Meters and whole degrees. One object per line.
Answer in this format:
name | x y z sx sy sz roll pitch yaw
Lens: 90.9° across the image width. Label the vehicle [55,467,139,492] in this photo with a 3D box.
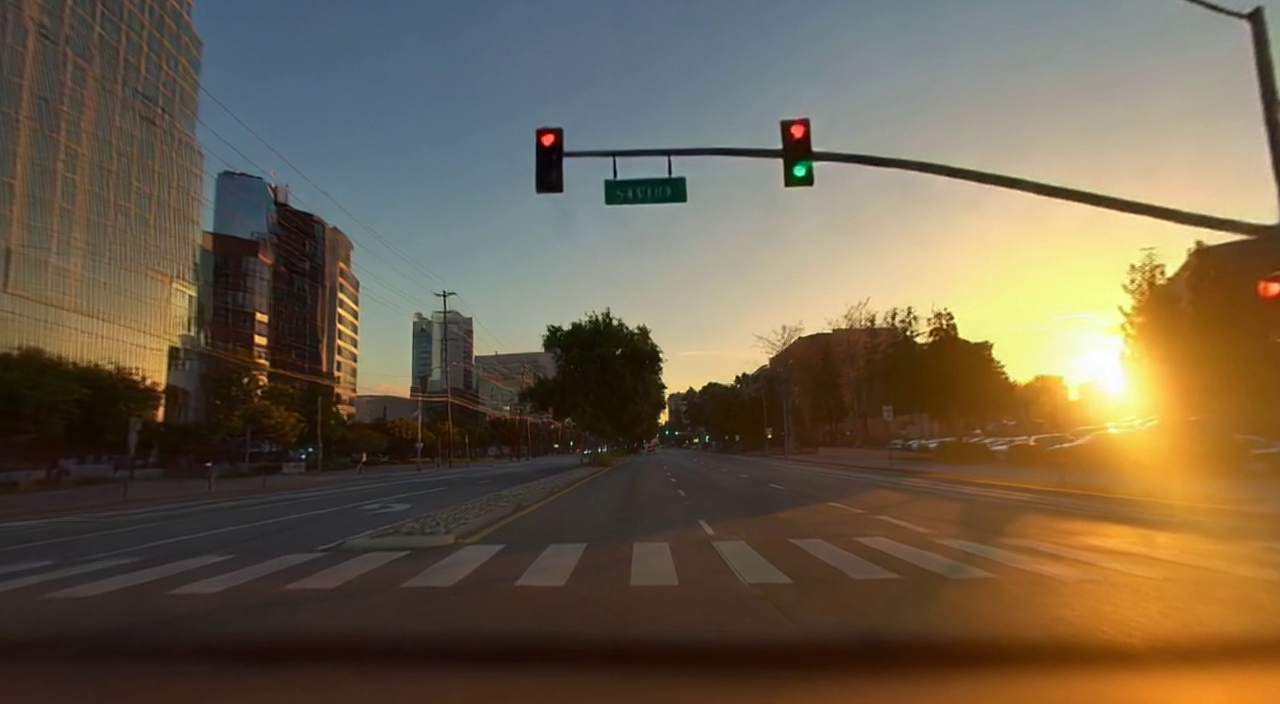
vehicle | -37.184 8.720 43.297 1.736 1.399 4.271 -1 -8 5
